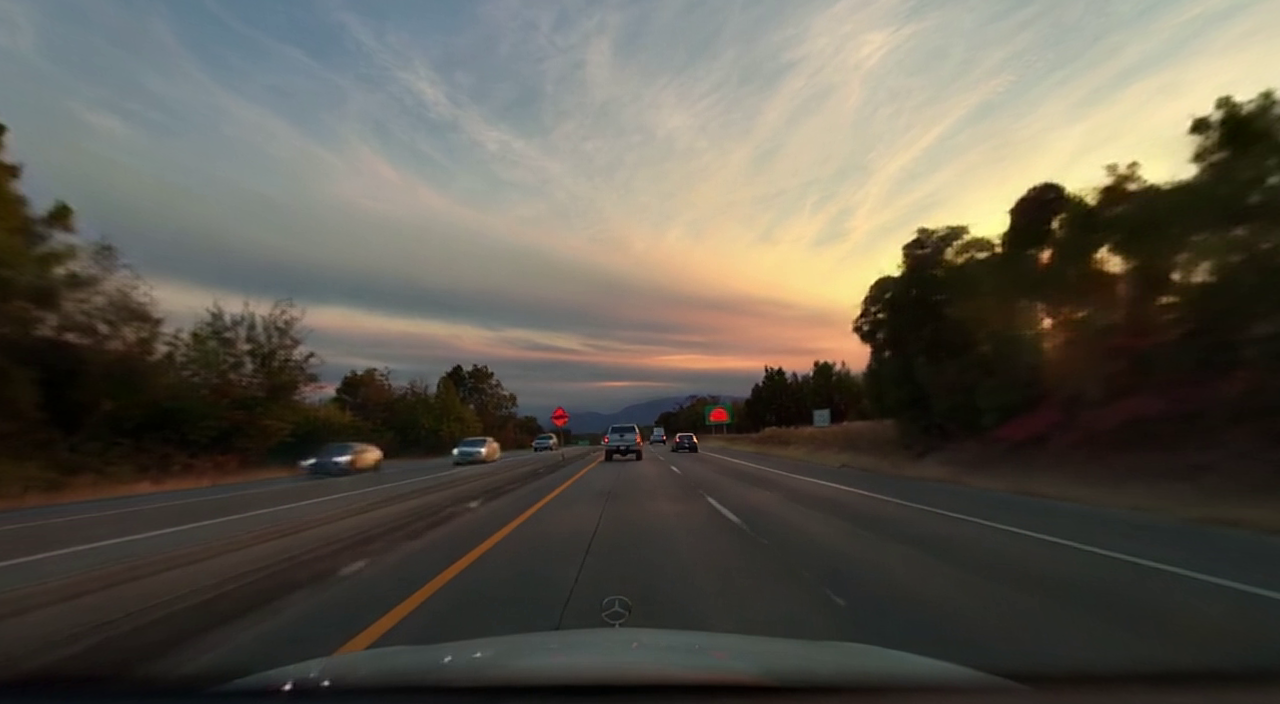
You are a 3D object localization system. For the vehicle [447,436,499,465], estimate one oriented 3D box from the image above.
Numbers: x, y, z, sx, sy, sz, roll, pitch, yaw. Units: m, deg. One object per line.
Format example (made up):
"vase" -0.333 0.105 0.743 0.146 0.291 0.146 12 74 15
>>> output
"vehicle" -9.641 5.687 36.673 1.939 1.568 4.109 0 -8 0

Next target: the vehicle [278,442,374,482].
"vehicle" -13.486 4.712 27.362 2.098 1.554 4.068 0 -8 -1

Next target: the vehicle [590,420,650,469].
"vehicle" -0.905 4.219 28.951 2.503 2.044 4.633 0 -8 -1
